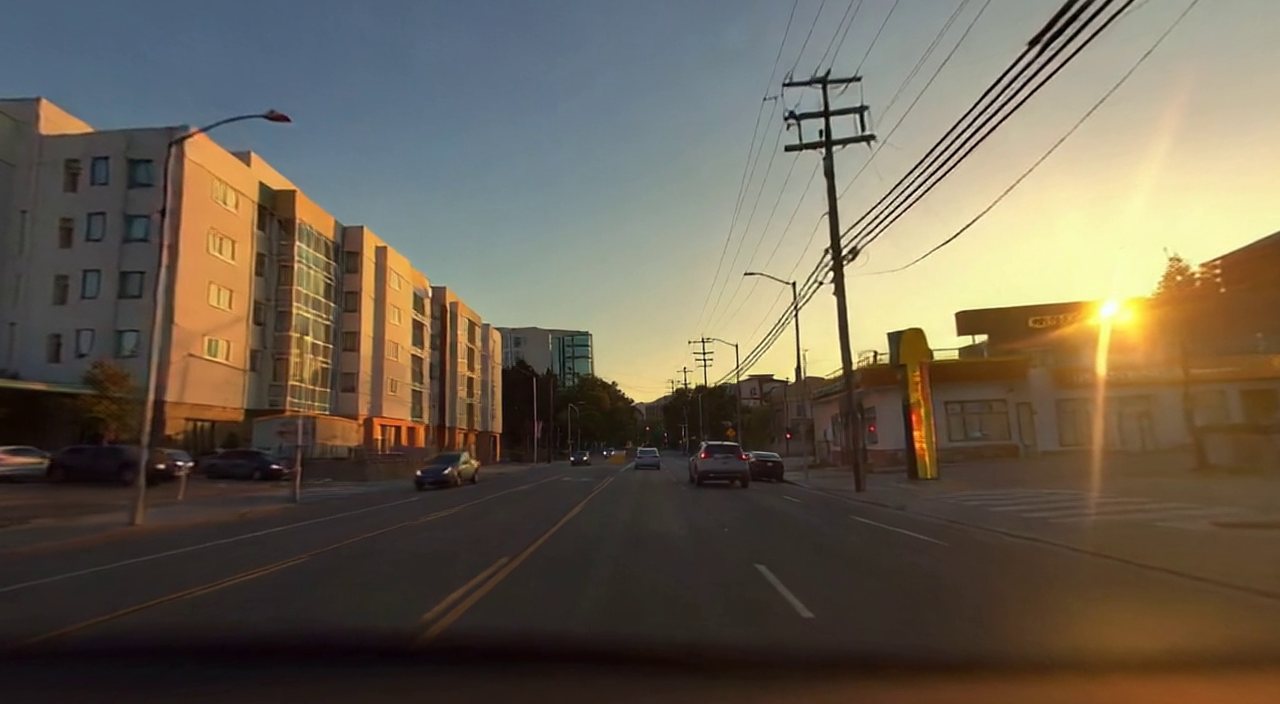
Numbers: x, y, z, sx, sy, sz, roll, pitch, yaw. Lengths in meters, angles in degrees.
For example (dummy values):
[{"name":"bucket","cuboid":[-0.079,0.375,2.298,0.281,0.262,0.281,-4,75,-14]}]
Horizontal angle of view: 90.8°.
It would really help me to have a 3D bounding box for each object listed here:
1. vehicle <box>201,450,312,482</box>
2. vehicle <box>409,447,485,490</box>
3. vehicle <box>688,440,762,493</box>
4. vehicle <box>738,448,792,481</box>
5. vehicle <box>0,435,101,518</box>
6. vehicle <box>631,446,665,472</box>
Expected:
[{"name":"vehicle","cuboid":[-18.436,5.479,30.514,4.182,1.486,1.808,0,-8,1]},{"name":"vehicle","cuboid":[-8.808,5.301,29.218,2.000,1.796,4.529,0,-8,1]},{"name":"vehicle","cuboid":[2.889,3.972,22.308,1.945,1.647,4.160,0,-8,-1]},{"name":"vehicle","cuboid":[6.240,5.632,32.006,1.914,1.513,4.474,0,-8,1]},{"name":"vehicle","cuboid":[-17.606,3.329,16.921,4.591,1.852,2.241,-3,-3,5]},{"name":"vehicle","cuboid":[0.553,6.642,39.329,1.999,1.487,3.939,-1,-8,2]}]
